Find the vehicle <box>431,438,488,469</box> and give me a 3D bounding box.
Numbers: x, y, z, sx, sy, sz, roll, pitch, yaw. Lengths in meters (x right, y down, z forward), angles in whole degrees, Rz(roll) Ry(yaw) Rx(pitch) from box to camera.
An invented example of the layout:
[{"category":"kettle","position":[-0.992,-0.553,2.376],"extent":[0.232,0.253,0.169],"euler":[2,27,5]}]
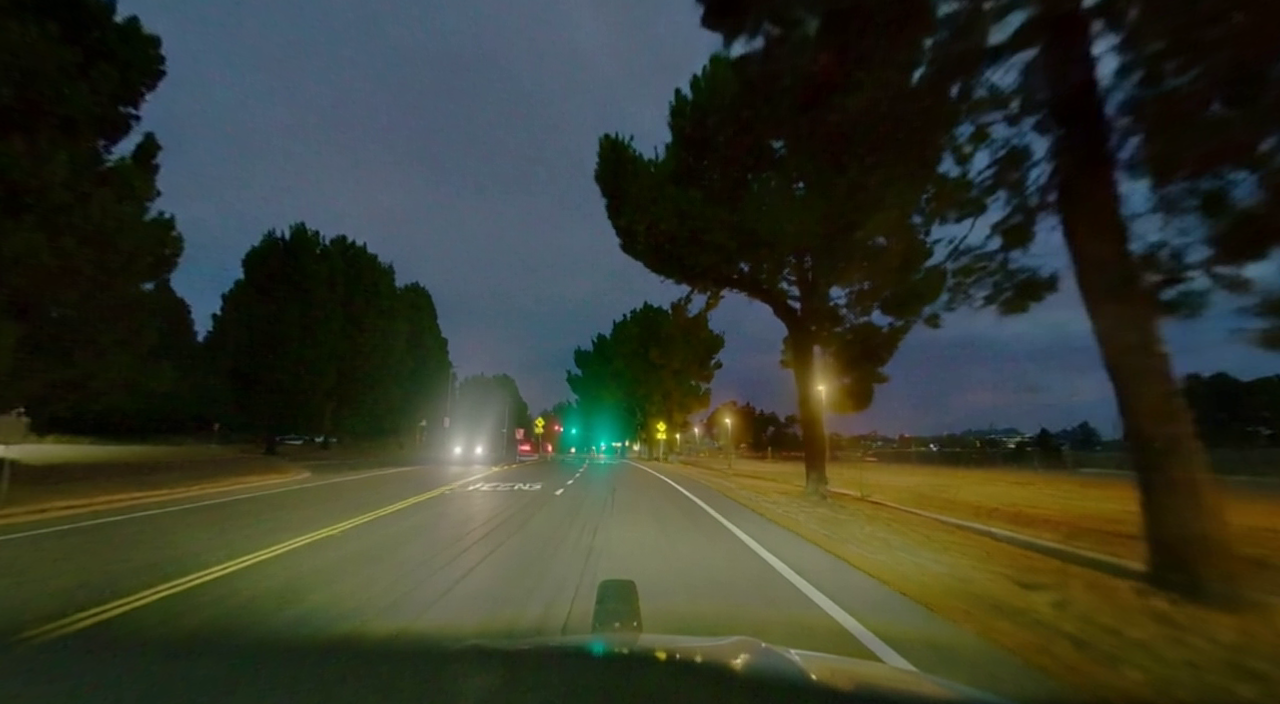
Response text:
[{"category":"vehicle","position":[-9.987,5.671,35.187],"extent":[2.129,1.590,4.616],"euler":[0,-9,-4]}]
